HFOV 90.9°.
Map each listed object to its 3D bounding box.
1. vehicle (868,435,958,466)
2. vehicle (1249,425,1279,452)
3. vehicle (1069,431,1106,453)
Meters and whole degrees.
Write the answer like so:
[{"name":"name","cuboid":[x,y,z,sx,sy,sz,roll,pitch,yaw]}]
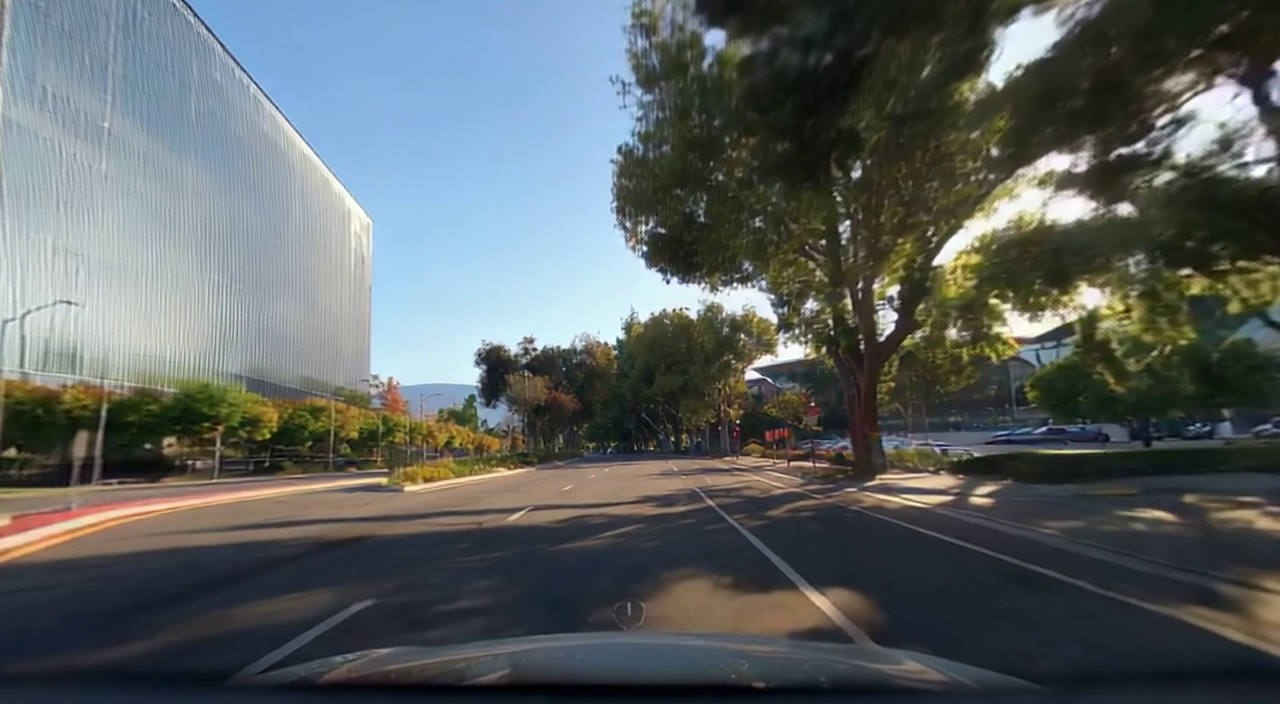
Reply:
[{"name":"vehicle","cuboid":[15.836,5.749,36.755,4.198,1.552,2.087,-3,-9,0]},{"name":"vehicle","cuboid":[35.184,4.765,34.734,1.828,1.443,3.905,-7,-10,38]},{"name":"vehicle","cuboid":[35.334,7.063,49.726,1.924,1.636,4.297,-5,-10,39]}]
